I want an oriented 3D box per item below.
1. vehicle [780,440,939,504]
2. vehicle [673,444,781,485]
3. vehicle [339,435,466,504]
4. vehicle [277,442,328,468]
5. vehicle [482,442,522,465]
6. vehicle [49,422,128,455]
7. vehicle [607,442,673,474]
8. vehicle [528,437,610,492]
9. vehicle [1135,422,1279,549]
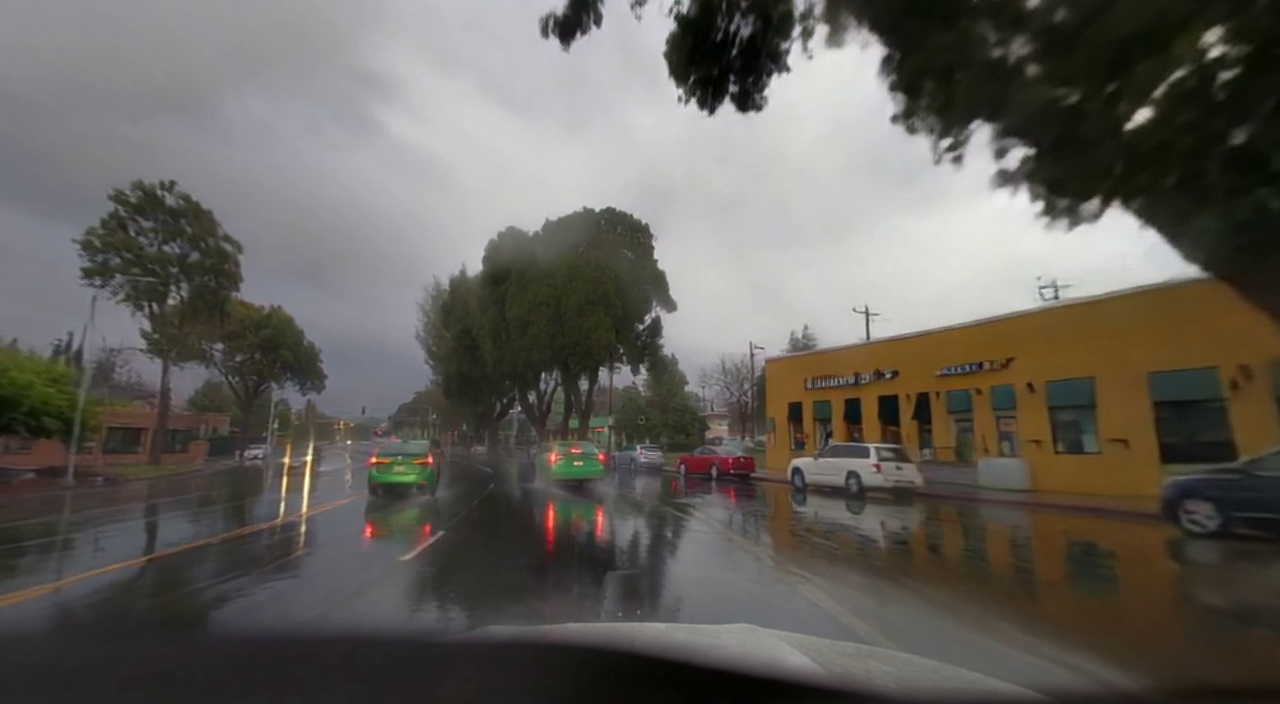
[{"bbox_3d":[5.929,3.251,17.578,1.952,1.547,4.091,3,-9,-21],"label":"vehicle"},{"bbox_3d":[3.322,4.451,25.281,2.038,1.446,4.896,4,-9,-23],"label":"vehicle"},{"bbox_3d":[-5.819,2.916,16.134,2.105,1.477,4.857,1,-9,-9],"label":"vehicle"},{"bbox_3d":[-20.926,6.373,39.230,2.000,1.477,4.346,3,-9,-18],"label":"vehicle"},{"bbox_3d":[-9.344,6.782,42.320,1.920,1.416,4.310,3,-9,-21],"label":"vehicle"},{"bbox_3d":[-42.464,6.759,48.661,2.430,2.266,6.029,6,-10,-20],"label":"vehicle"},{"bbox_3d":[-0.087,5.485,32.800,1.905,1.537,4.276,4,-9,-23],"label":"vehicle"},{"bbox_3d":[-2.322,3.437,19.572,2.001,1.483,4.442,2,-9,-13],"label":"vehicle"},{"bbox_3d":[9.903,1.771,8.280,2.095,1.697,4.801,3,-9,-20],"label":"vehicle"}]
